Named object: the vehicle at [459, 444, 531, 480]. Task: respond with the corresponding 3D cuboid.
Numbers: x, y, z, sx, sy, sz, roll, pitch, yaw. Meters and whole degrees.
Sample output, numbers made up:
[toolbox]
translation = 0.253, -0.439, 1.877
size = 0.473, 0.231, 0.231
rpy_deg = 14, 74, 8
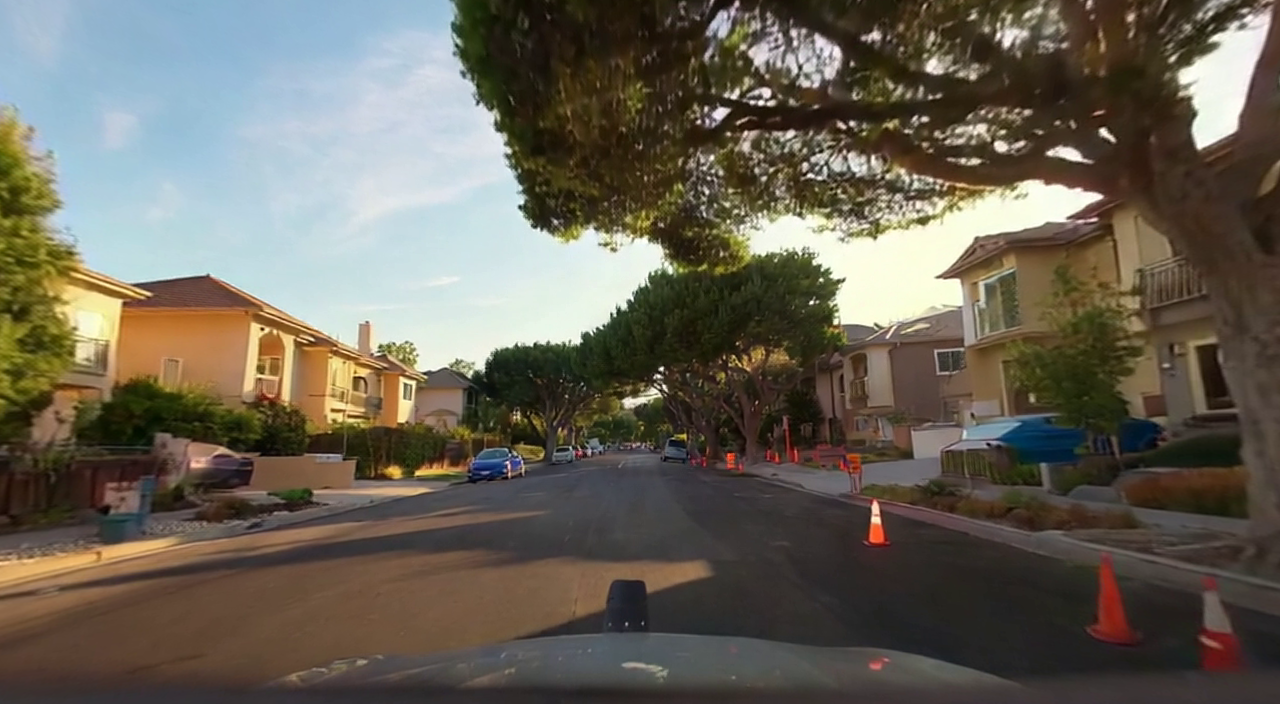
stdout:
[vehicle]
translation = -6.527, 4.997, 28.907
size = 2.137, 1.481, 4.503
rpy_deg = 0, -8, 1
